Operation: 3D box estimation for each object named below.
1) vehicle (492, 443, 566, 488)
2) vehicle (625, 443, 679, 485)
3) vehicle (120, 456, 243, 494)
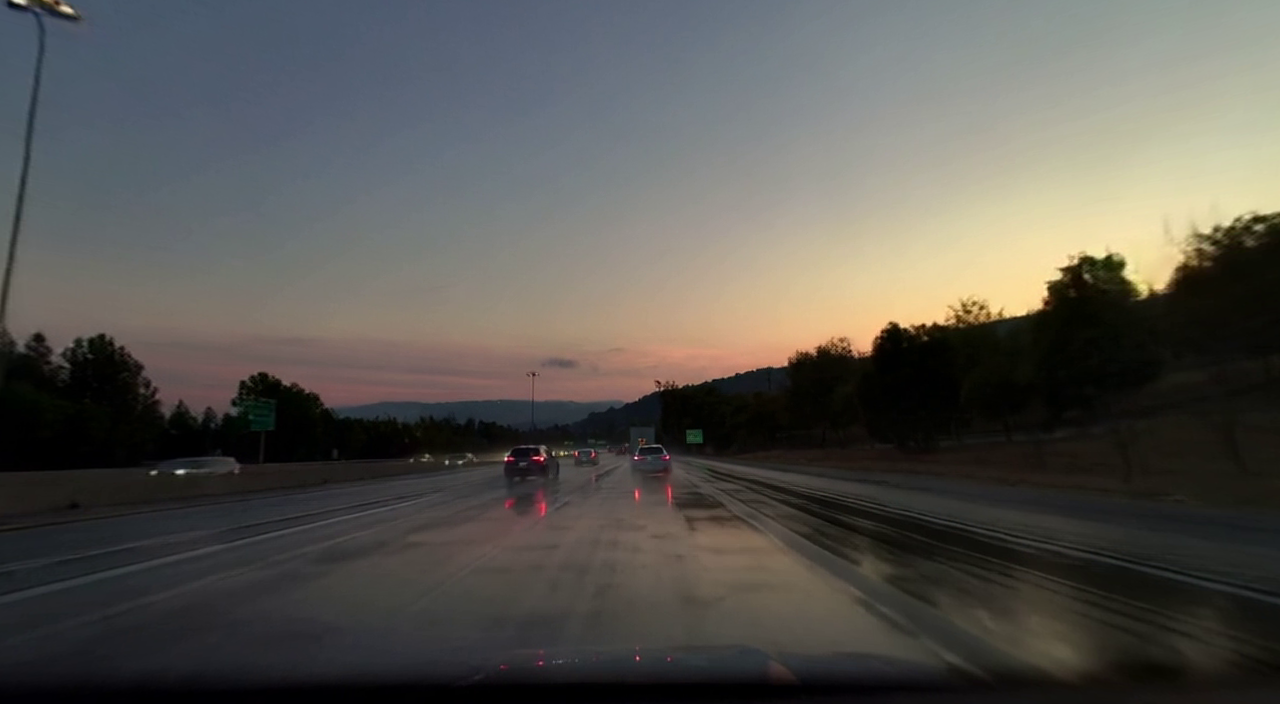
[{"bbox_3d":[-4.068,4.234,23.672,1.940,1.502,4.463,0,-9,1],"label":"vehicle"},{"bbox_3d":[0.415,4.479,25.367,2.015,1.526,4.286,0,-9,-1],"label":"vehicle"},{"bbox_3d":[-20.335,5.437,28.087,1.921,1.485,4.671,0,-9,1],"label":"vehicle"}]
